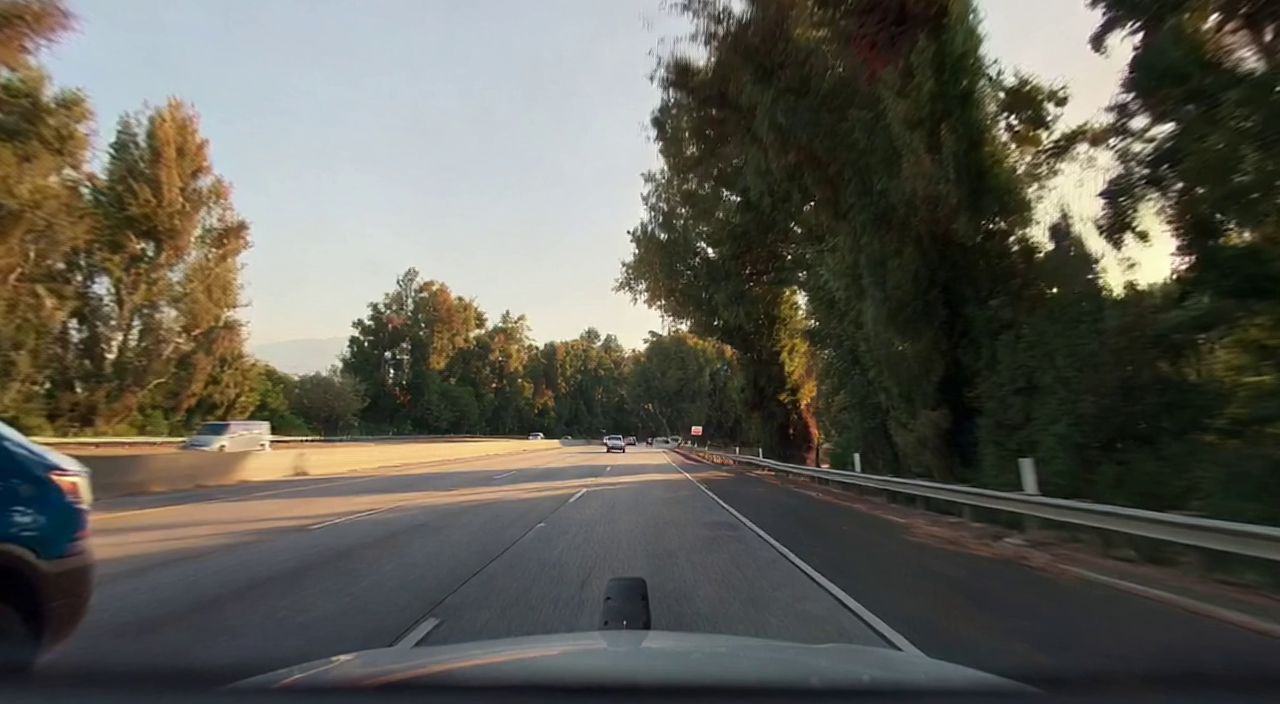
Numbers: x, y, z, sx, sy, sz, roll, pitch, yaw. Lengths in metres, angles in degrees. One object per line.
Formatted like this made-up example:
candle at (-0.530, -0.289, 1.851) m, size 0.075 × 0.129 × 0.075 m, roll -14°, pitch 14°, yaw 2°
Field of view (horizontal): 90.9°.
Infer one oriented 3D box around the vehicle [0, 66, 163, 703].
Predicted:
vehicle at (-3.927, -0.056, 0.586) m, size 2.319 × 2.883 × 5.632 m, roll 0°, pitch -8°, yaw 2°

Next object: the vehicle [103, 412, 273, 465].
vehicle at (-20.702, 4.093, 29.543) m, size 2.597 × 2.167 × 7.072 m, roll 0°, pitch -8°, yaw 1°
